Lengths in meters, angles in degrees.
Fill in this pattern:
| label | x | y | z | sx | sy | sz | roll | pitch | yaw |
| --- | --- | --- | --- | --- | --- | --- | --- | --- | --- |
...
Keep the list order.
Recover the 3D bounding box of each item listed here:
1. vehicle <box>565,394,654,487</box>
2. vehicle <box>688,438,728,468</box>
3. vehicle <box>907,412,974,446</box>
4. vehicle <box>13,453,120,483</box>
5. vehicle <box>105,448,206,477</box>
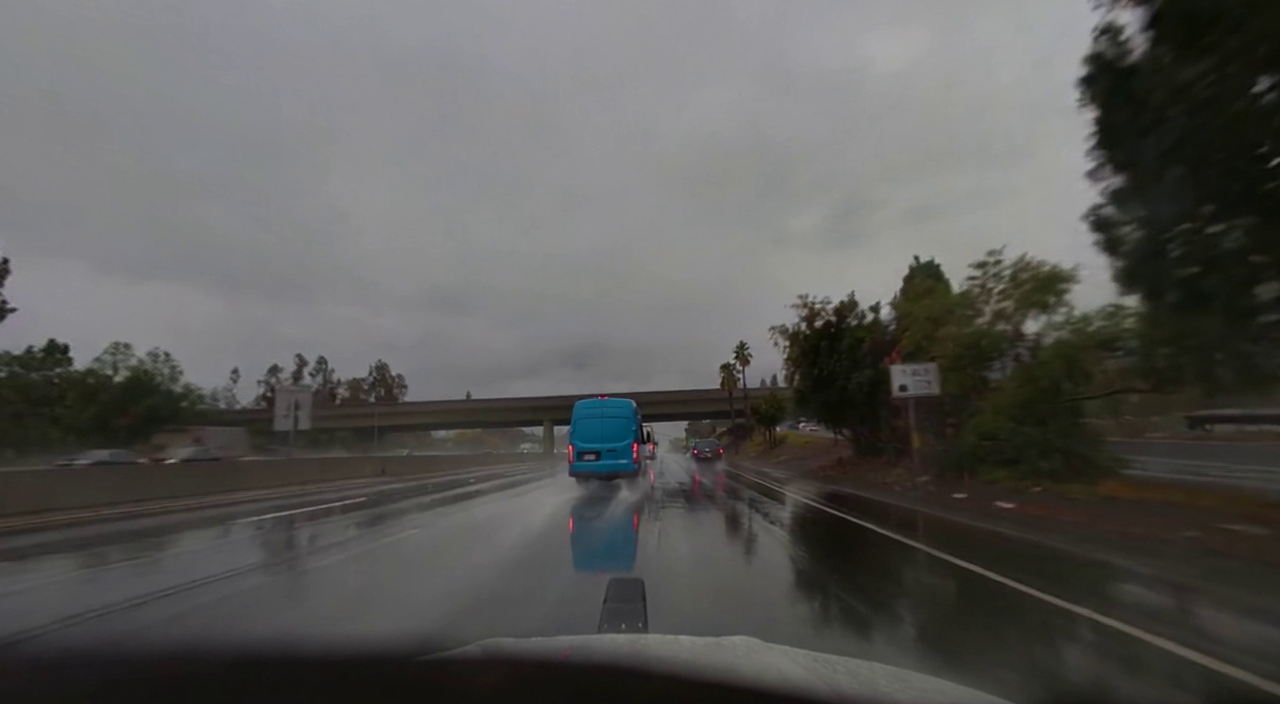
| label | x | y | z | sx | sy | sz | roll | pitch | yaw |
| --- | --- | --- | --- | --- | --- | --- | --- | --- | --- |
| vehicle | -0.866 | 3.088 | 21.871 | 2.476 | 2.776 | 5.598 | 0 | -8 | 3 |
| vehicle | 3.911 | 5.877 | 36.674 | 1.987 | 1.648 | 3.984 | 0 | -8 | 2 |
| vehicle | 21.516 | 5.620 | 45.250 | 2.445 | 2.240 | 5.659 | -1 | -8 | 5 |
| vehicle | -32.992 | 6.645 | 36.322 | 1.835 | 1.559 | 4.456 | 0 | -9 | 3 |
| vehicle | -28.678 | 6.524 | 37.415 | 2.009 | 1.600 | 4.743 | -1 | -9 | 4 |
